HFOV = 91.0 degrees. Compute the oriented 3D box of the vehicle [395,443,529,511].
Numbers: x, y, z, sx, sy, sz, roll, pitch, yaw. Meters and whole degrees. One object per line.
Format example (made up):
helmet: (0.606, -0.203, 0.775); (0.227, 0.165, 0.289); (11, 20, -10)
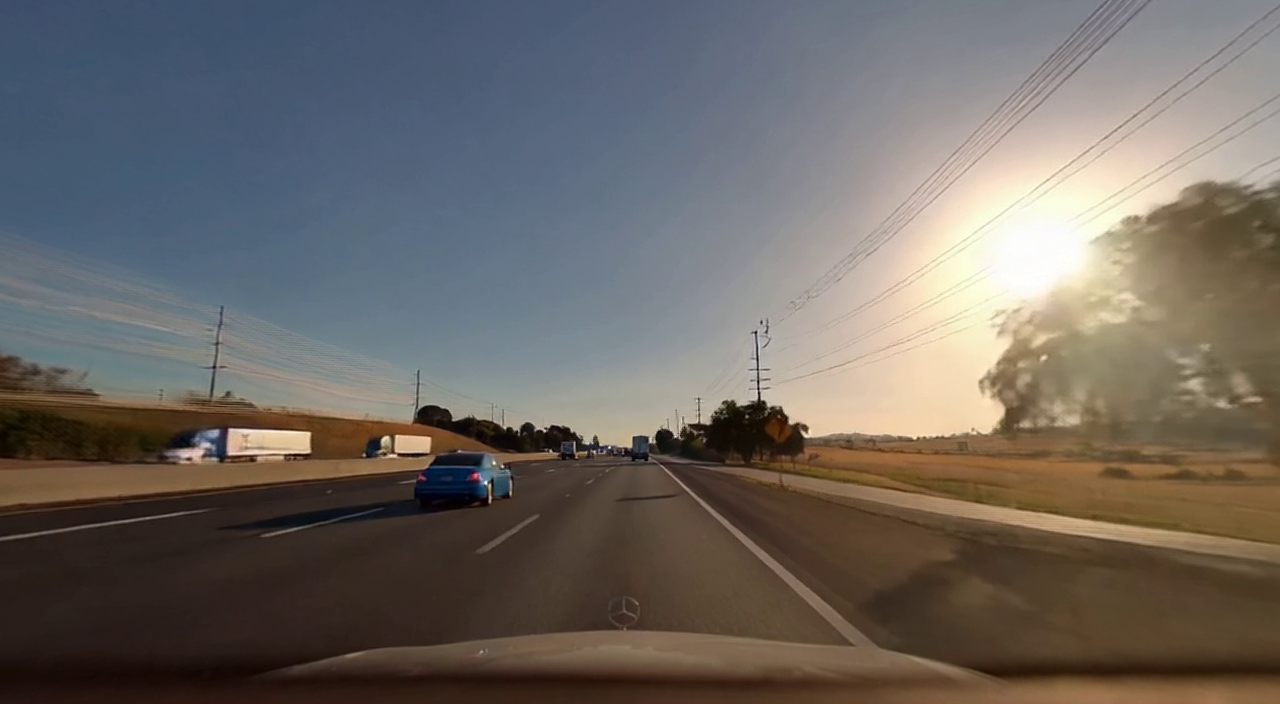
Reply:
vehicle: (-4.411, 3.161, 16.442); (2.104, 1.501, 4.459); (0, -9, 1)
